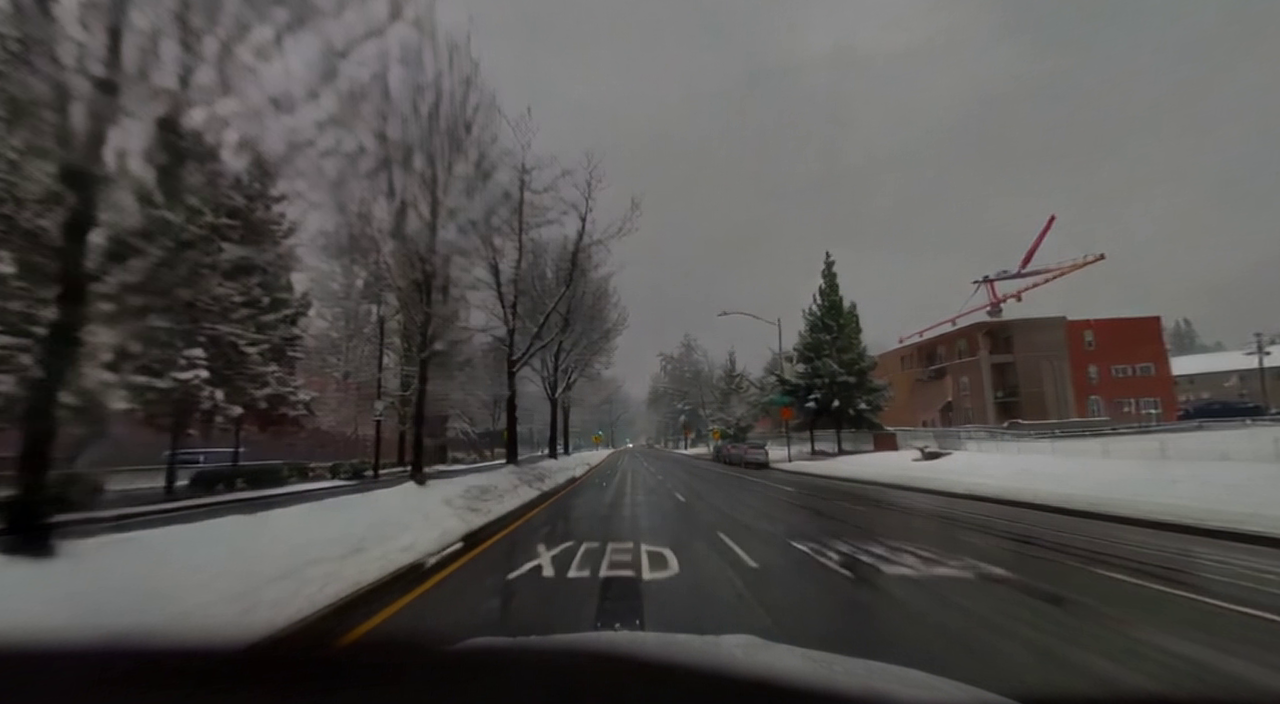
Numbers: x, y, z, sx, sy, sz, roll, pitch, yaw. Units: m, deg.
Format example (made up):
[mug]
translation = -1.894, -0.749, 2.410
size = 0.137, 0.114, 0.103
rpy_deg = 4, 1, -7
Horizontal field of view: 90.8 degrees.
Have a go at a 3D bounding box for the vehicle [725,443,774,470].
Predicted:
[vehicle]
translation = 6.794, 6.545, 39.685
size = 1.986, 1.498, 5.099
rpy_deg = 2, -9, -2
